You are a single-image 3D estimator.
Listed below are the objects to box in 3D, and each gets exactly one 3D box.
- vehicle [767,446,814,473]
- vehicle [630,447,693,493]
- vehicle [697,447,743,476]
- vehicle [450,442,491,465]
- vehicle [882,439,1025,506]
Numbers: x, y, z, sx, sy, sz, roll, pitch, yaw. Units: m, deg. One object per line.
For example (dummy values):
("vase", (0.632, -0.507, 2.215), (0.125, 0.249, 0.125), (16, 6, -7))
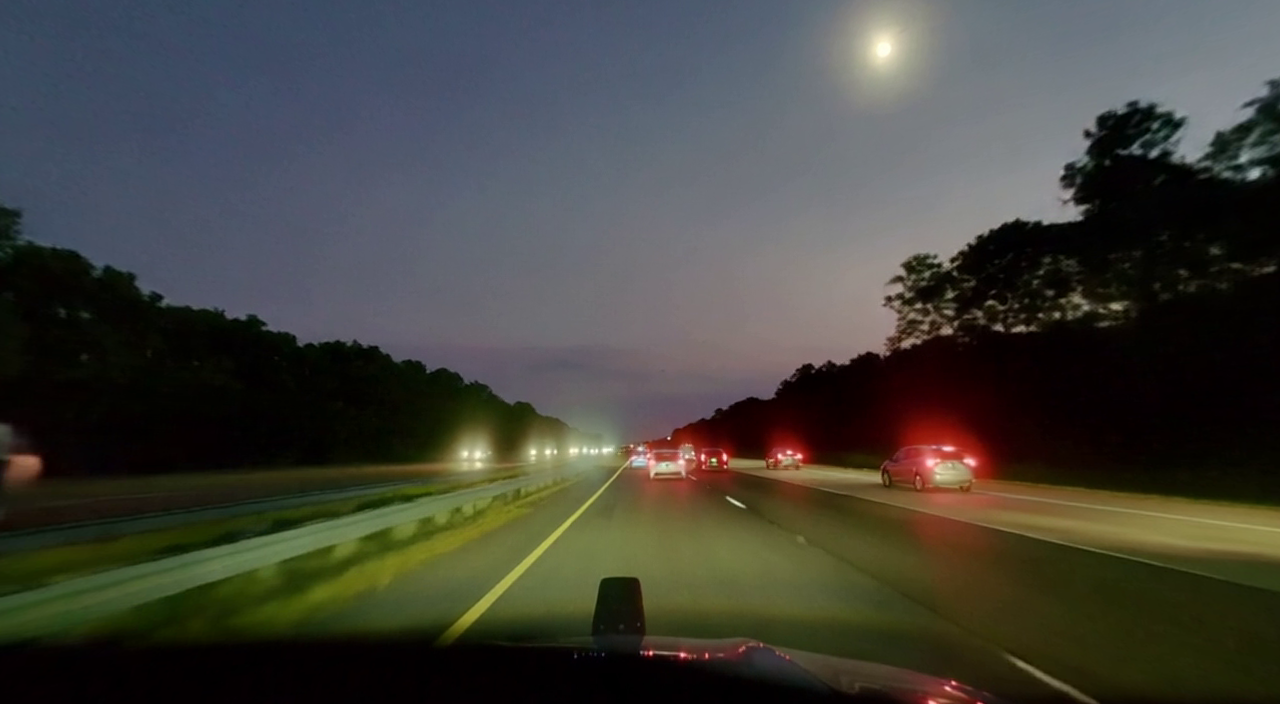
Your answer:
("vehicle", (9.245, 6.641, 39.069), (1.957, 1.594, 3.632), (0, -9, 0))
("vehicle", (0.686, 4.054, 21.963), (2.020, 1.426, 3.702), (0, -9, 0))
("vehicle", (4.433, 6.101, 35.367), (1.981, 1.518, 4.029), (0, -9, -1))
("vehicle", (-12.459, 7.514, 46.567), (1.835, 1.583, 4.021), (0, -9, 0))
("vehicle", (8.146, 3.150, 16.810), (1.847, 1.554, 3.752), (0, -9, 0))
